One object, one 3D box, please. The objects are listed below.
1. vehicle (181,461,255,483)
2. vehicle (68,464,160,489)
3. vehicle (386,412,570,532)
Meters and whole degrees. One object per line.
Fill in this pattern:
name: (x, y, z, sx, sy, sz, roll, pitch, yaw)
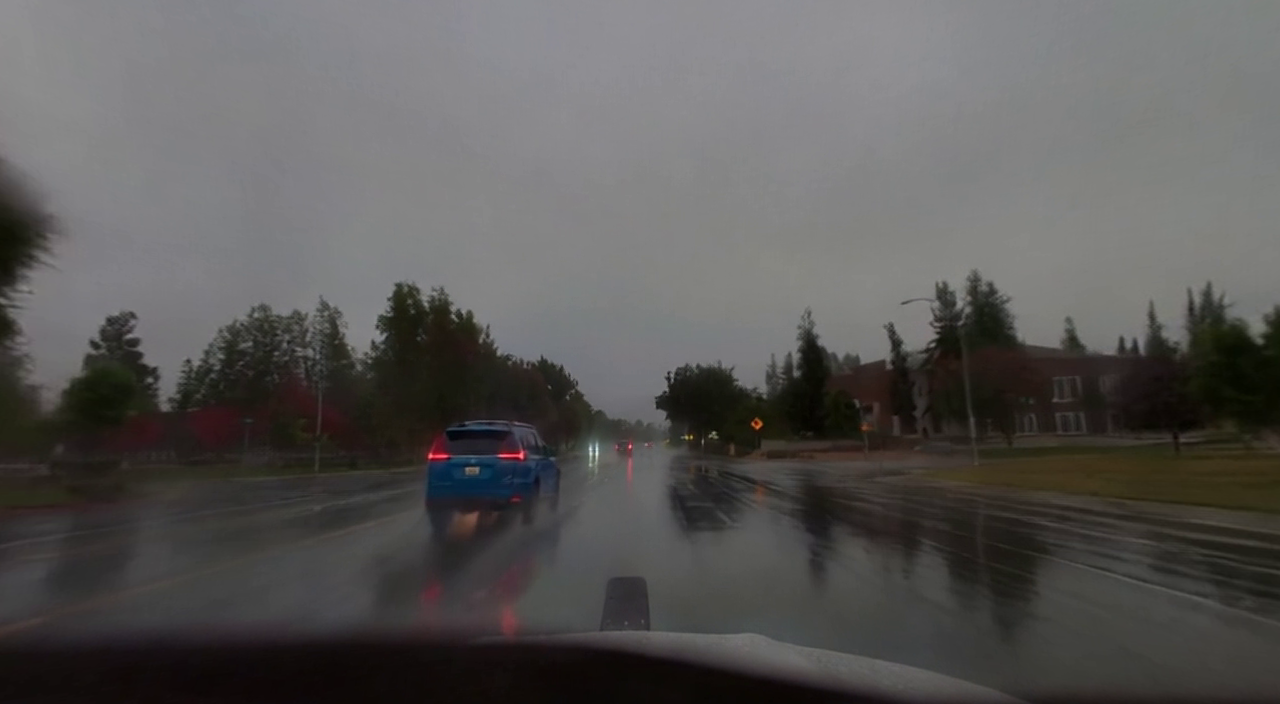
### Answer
vehicle: (-31.924, 9.069, 47.724, 4.500, 1.475, 1.842, 6, -10, -35)
vehicle: (-36.580, 8.638, 43.978, 4.757, 1.473, 1.837, 6, -11, -37)
vehicle: (-2.796, 2.218, 12.264, 2.179, 1.851, 4.756, 0, -8, 2)
